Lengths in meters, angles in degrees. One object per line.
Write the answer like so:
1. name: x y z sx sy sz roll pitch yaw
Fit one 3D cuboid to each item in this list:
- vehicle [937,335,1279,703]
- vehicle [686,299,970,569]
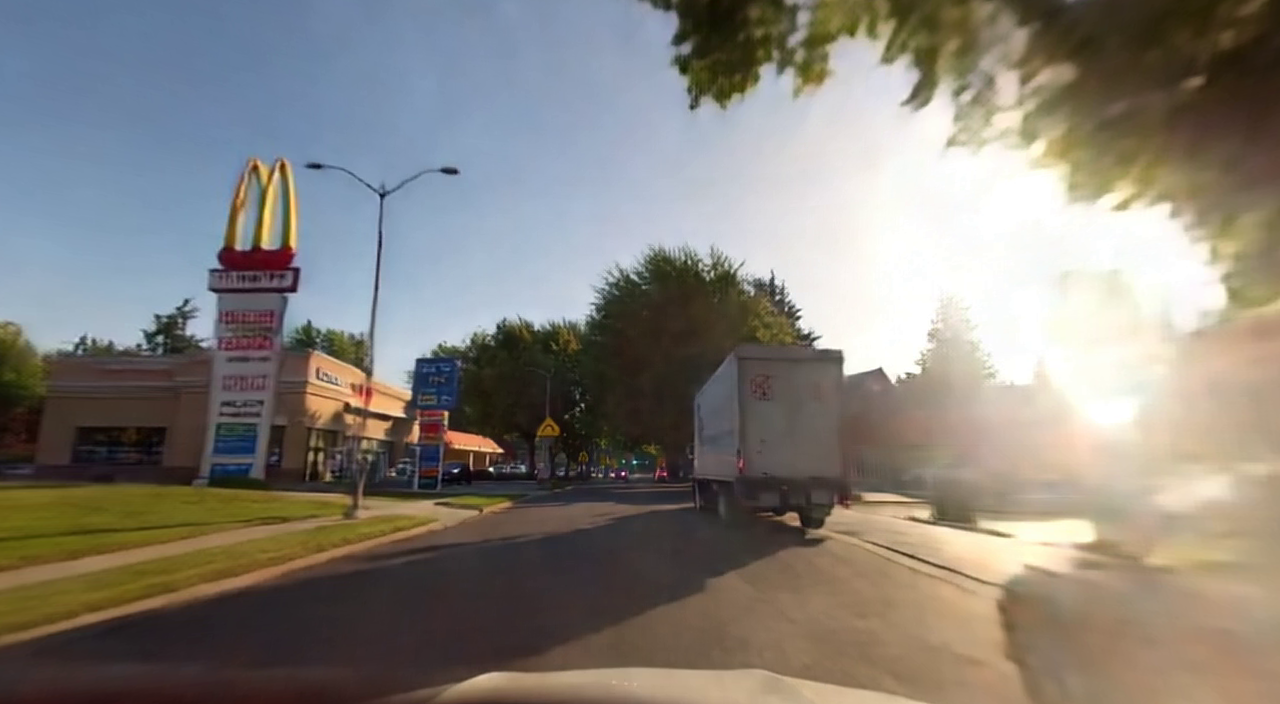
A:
1. vehicle: 3.248 0.939 2.305 2.050 1.906 4.374 1 -10 -2
2. vehicle: 3.328 2.436 16.582 2.990 4.098 13.928 1 -10 -1
